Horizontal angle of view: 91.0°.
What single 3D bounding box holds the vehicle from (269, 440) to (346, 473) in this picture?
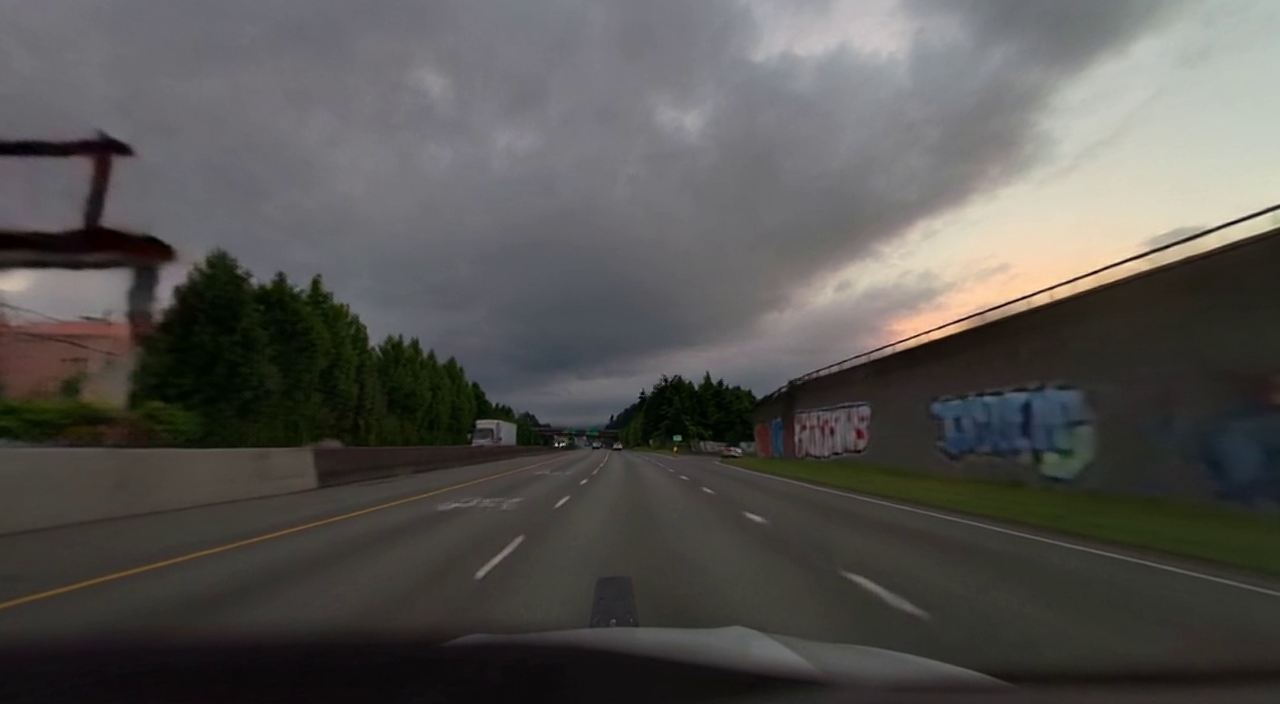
[{"bbox_3d":[-16.455,5.155,31.343,1.748,1.478,3.824,0,-8,-1],"label":"vehicle"}]
